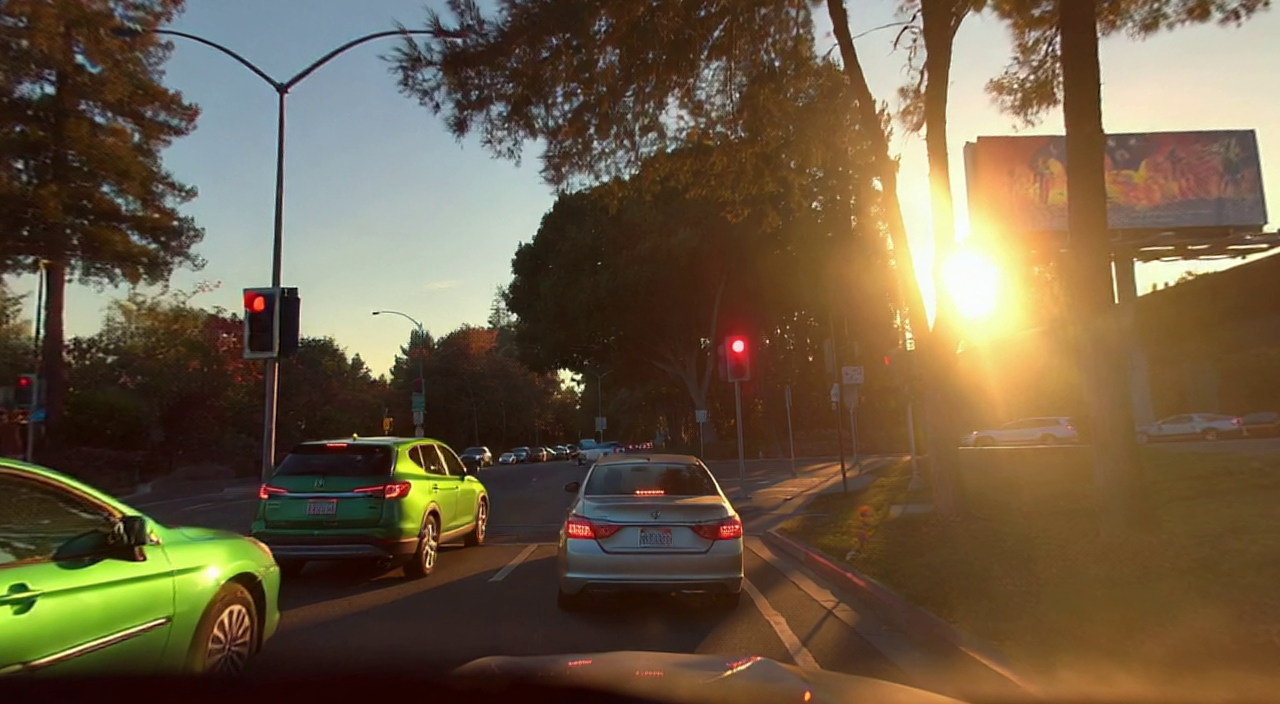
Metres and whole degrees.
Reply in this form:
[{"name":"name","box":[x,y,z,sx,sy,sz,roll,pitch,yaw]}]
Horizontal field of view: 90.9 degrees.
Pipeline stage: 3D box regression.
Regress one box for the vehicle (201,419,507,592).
[{"name":"vehicle","box":[-3.171,1.786,8.130,1.950,1.628,4.082,-1,-9,1]}]

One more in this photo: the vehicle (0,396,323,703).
[{"name":"vehicle","box":[-3.156,0.960,2.409,1.808,1.520,3.846,-1,-9,1]}]

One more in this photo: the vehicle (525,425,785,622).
[{"name":"vehicle","box":[0.048,1.577,6.622,1.977,1.467,3.474,0,-9,-2]}]
